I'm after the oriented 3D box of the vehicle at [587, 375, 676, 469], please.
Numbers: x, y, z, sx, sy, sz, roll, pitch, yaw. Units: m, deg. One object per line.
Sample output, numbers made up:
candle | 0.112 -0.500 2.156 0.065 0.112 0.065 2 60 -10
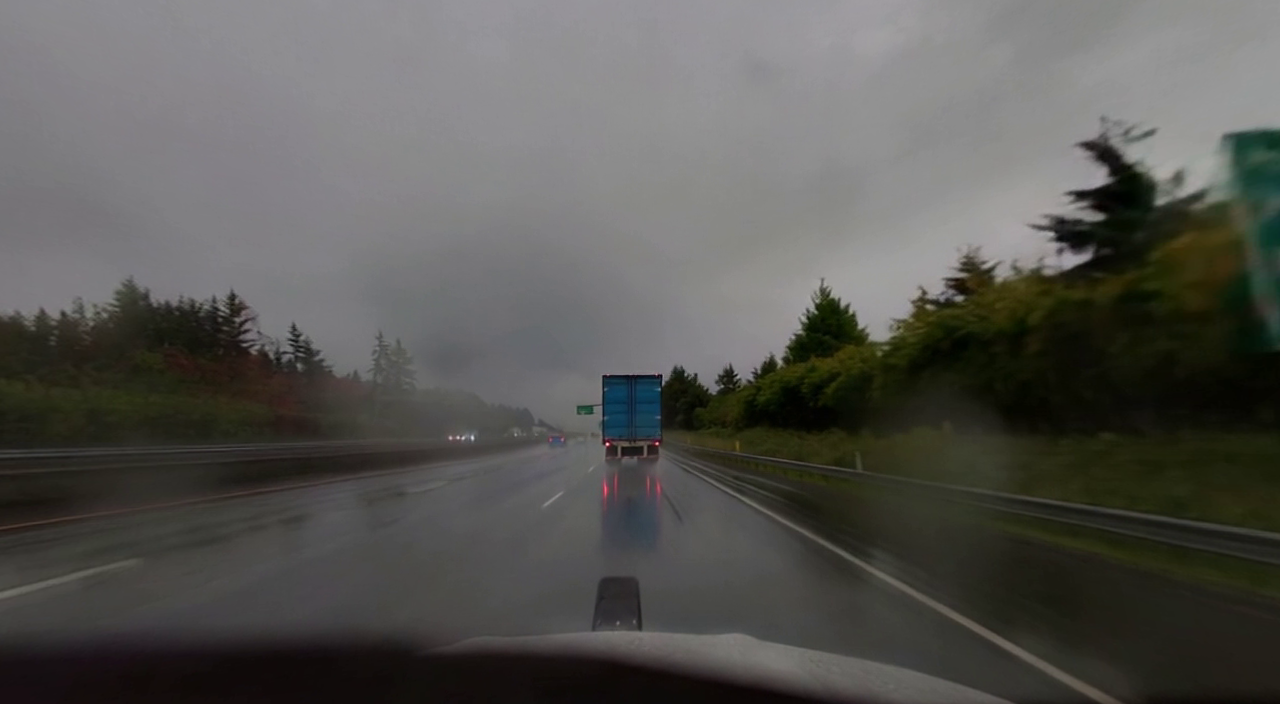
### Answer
vehicle | -0.417 3.496 30.322 3.033 3.223 14.836 4 -7 0
